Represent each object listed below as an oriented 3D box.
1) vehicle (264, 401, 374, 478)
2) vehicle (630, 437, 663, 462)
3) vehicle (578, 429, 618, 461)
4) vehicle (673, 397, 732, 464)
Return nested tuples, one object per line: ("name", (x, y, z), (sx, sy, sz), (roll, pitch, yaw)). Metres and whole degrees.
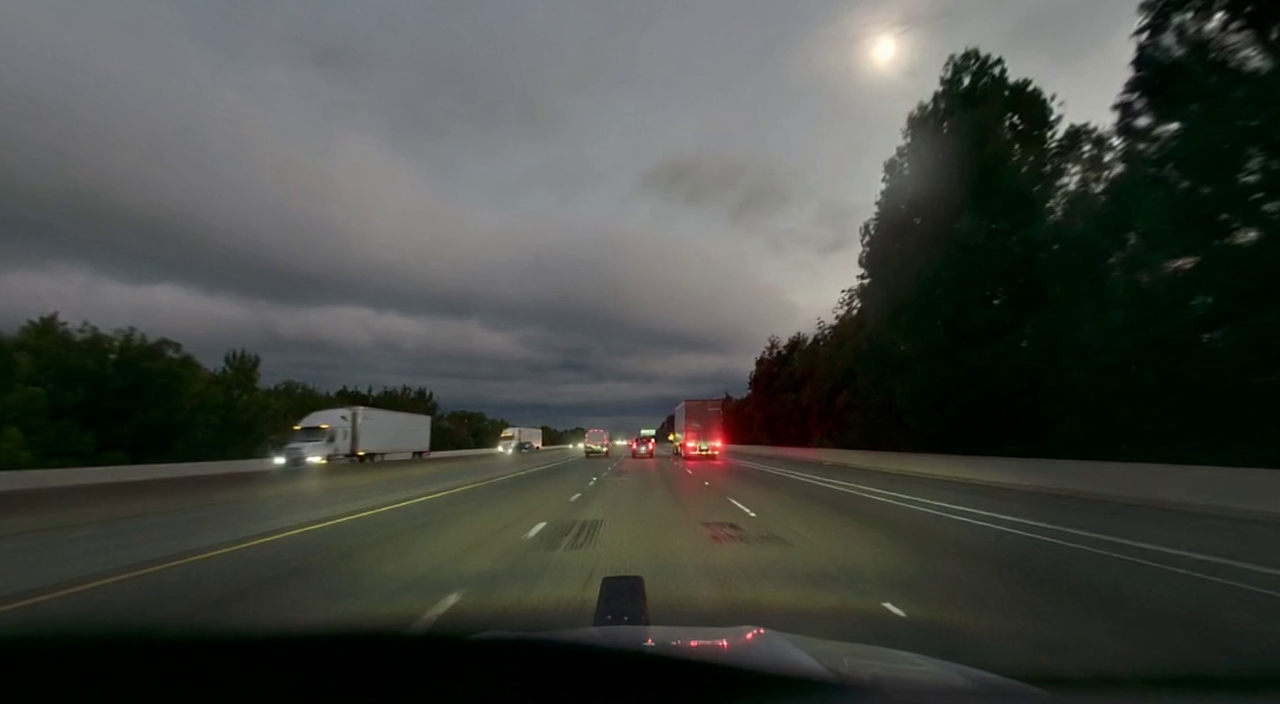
("vehicle", (-18.493, 5.083, 36.776), (3.006, 4.066, 6.254), (0, -8, 0))
("vehicle", (0.395, 6.659, 43.169), (2.139, 1.607, 4.034), (0, -8, -1))
("vehicle", (-2.808, 6.382, 43.221), (2.247, 2.039, 5.008), (-1, -8, 3))
("vehicle", (4.339, 5.936, 46.902), (3.005, 4.131, 14.221), (1, -8, 0))
